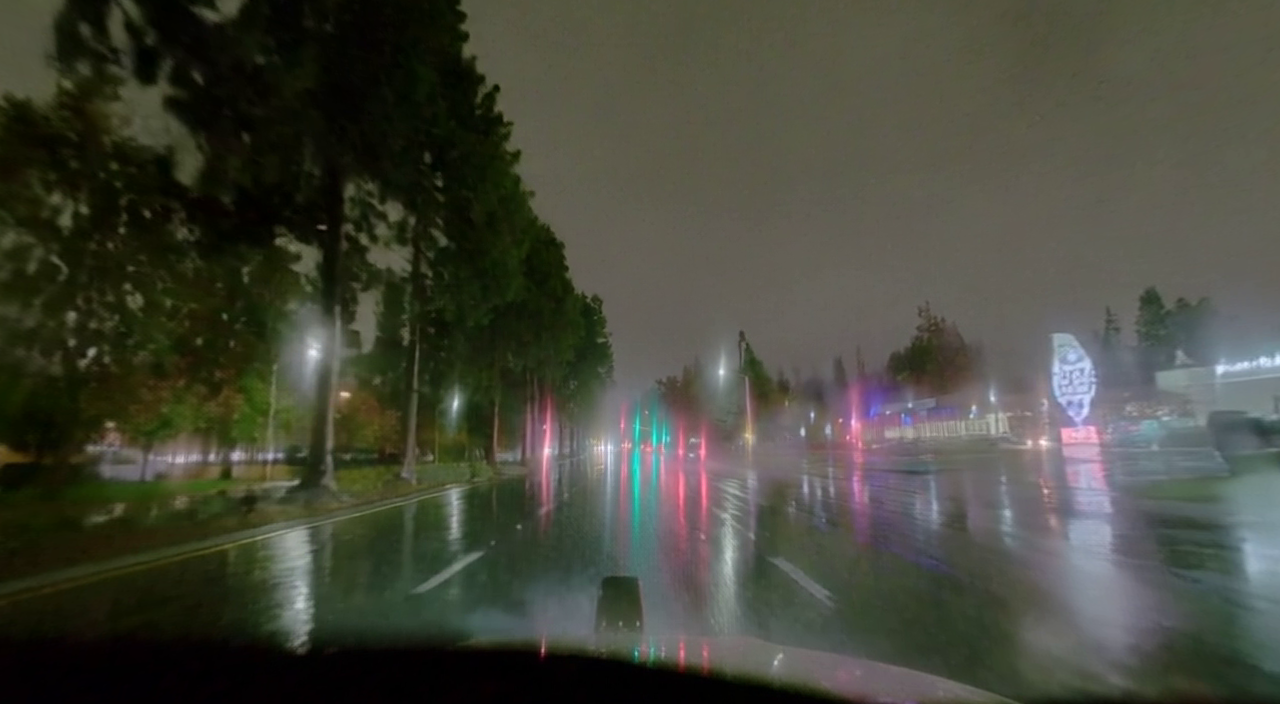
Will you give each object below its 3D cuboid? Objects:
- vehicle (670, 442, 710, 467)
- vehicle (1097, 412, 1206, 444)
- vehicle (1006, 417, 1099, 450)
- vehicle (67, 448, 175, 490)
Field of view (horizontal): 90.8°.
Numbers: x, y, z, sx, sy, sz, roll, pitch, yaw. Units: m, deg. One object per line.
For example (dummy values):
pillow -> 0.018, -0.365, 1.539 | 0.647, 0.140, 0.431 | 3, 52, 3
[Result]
vehicle -> 3.149, 6.586, 40.746 | 2.033, 1.482, 4.571 | 0, -8, -2
vehicle -> 27.573, 4.138, 34.289 | 2.037, 1.633, 4.447 | 1, -7, -4
vehicle -> 21.792, 4.382, 33.631 | 1.911, 1.604, 4.411 | 0, -8, -1
vehicle -> -35.189, 7.894, 43.144 | 2.182, 2.543, 6.006 | 0, -8, 0
